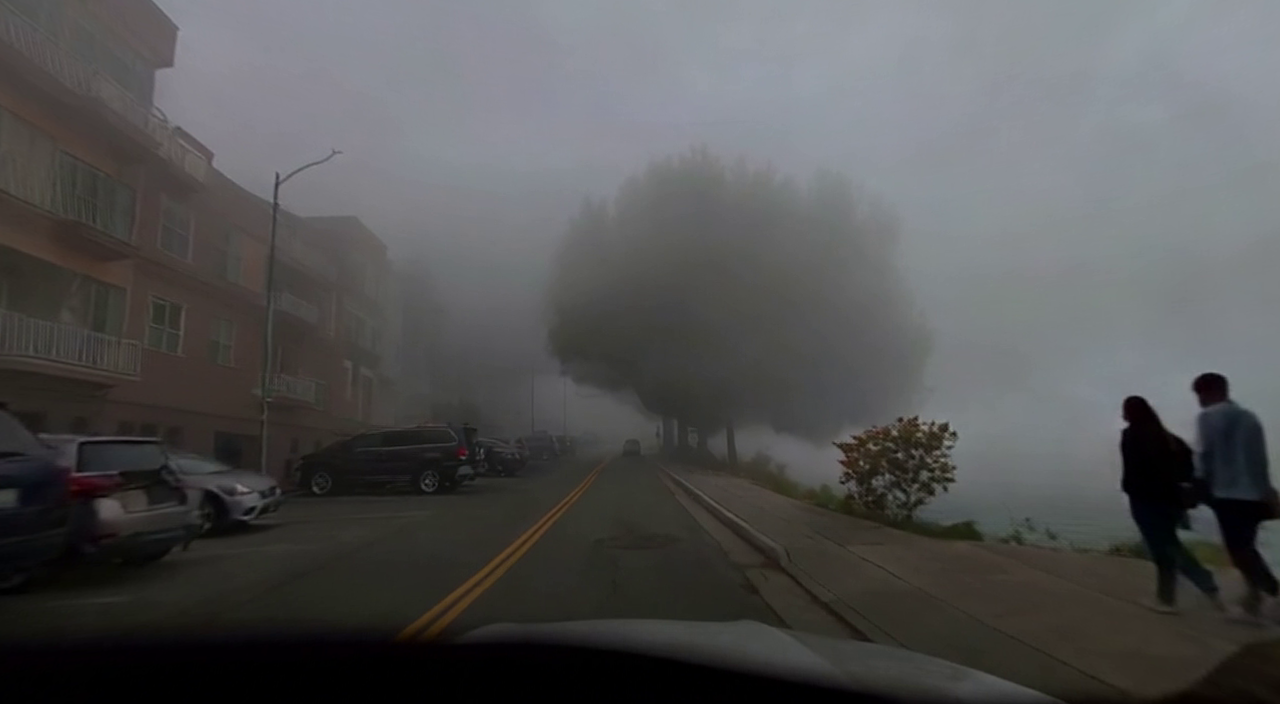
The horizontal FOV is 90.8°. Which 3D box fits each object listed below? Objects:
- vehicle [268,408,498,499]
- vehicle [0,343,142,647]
[{"bbox_3d":[-7.263,2.944,18.501,5.592,2.439,2.515,0,-9,-1],"label":"vehicle"},{"bbox_3d":[-7.424,1.009,4.386,5.824,2.125,2.233,0,-9,-3],"label":"vehicle"}]
